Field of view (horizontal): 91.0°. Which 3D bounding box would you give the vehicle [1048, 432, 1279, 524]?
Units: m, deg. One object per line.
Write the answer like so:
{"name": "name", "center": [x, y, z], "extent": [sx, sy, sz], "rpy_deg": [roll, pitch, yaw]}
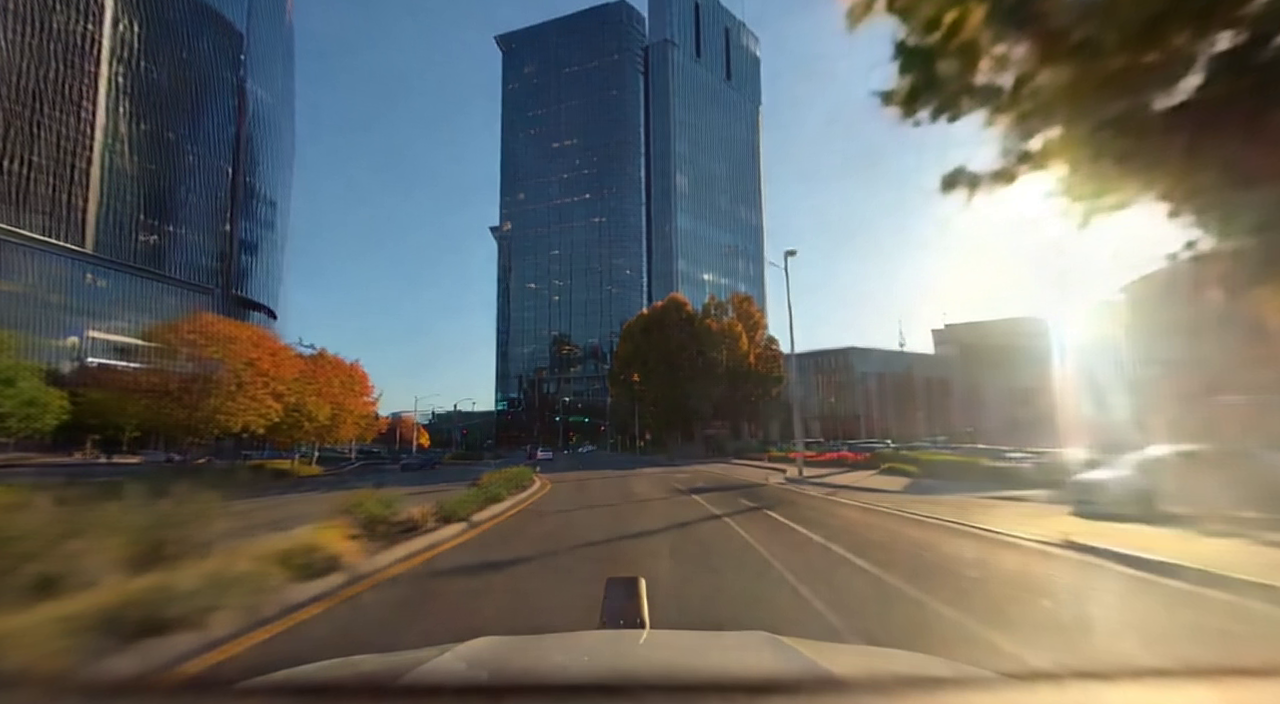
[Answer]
{"name": "vehicle", "center": [11.574, 2.556, 13.031], "extent": [4.728, 1.696, 1.973], "rpy_deg": [-1, -9, 7]}
